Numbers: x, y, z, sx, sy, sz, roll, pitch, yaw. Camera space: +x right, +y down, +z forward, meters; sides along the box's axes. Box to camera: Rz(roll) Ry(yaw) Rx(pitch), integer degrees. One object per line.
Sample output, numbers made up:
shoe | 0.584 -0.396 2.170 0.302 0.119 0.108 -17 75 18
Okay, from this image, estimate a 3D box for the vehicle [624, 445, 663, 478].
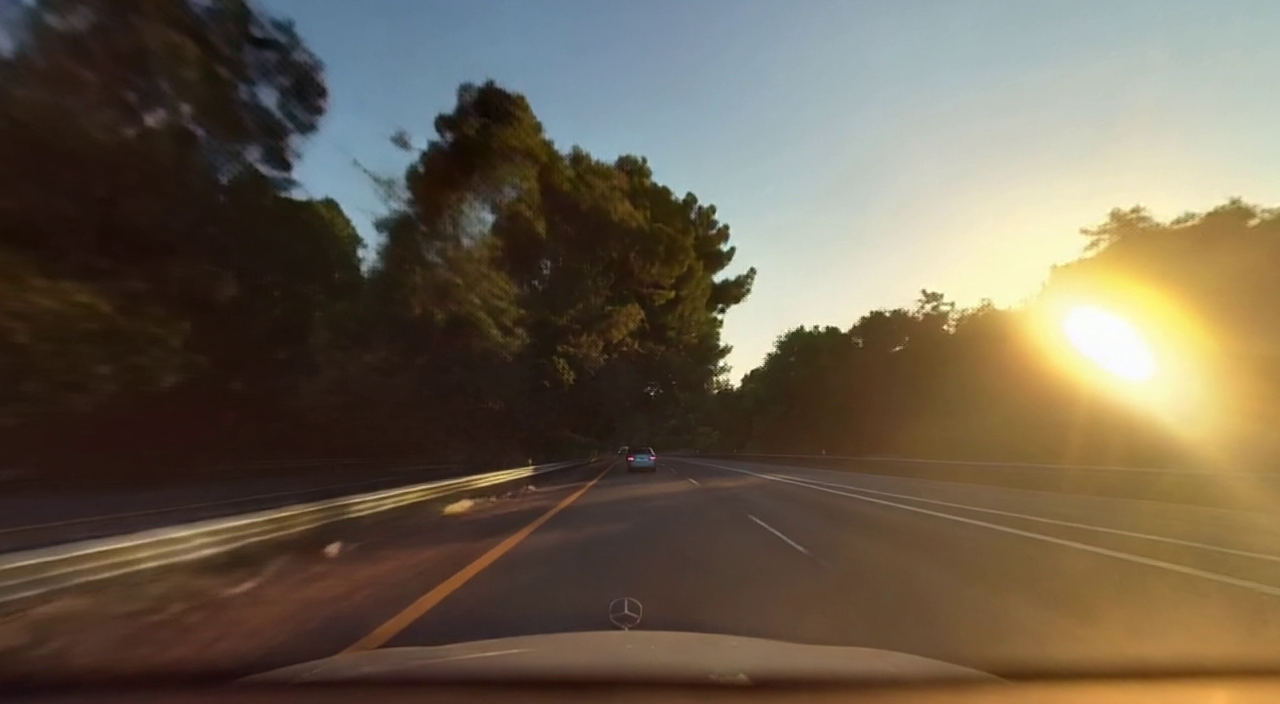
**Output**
vehicle | 0.154 5.803 33.547 1.987 1.658 3.620 0 -9 -1
